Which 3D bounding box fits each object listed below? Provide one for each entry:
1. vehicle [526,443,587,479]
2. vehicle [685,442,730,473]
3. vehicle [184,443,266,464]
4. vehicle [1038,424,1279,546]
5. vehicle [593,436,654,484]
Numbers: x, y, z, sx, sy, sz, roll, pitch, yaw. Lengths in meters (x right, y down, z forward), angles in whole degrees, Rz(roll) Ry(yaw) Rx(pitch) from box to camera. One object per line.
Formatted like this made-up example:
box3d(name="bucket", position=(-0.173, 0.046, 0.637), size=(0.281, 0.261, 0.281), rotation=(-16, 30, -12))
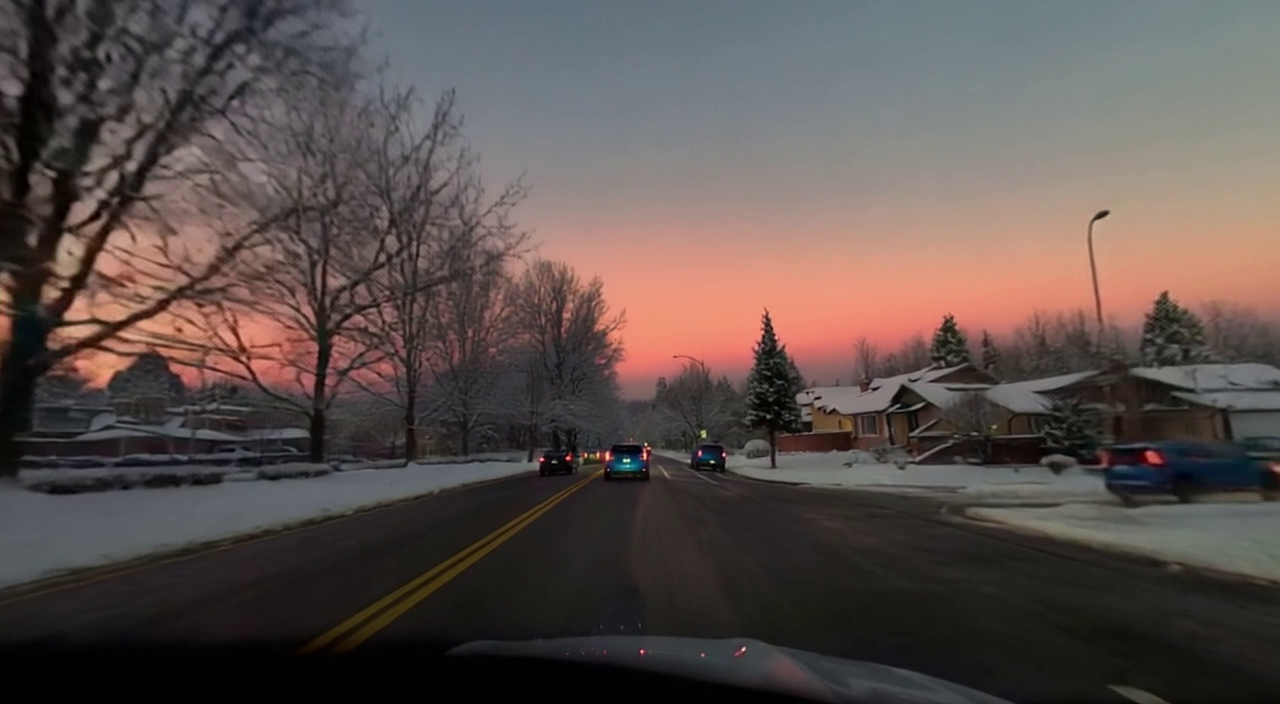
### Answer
box3d(name="vehicle", position=(-3.600, 4.785, 27.893), size=(2.032, 1.433, 4.458), rotation=(0, -8, 1))
box3d(name="vehicle", position=(4.040, 6.384, 38.405), size=(2.332, 1.769, 4.518), rotation=(0, -8, 0))
box3d(name="vehicle", position=(-32.325, 7.905, 48.991), size=(4.891, 1.538, 2.059), rotation=(0, -9, 0))
box3d(name="vehicle", position=(9.479, 2.175, 10.961), size=(4.820, 1.677, 2.192), rotation=(5, -10, -31))
box3d(name="vehicle", position=(-0.569, 4.258, 25.076), size=(2.220, 1.742, 4.047), rotation=(0, -8, 1))
